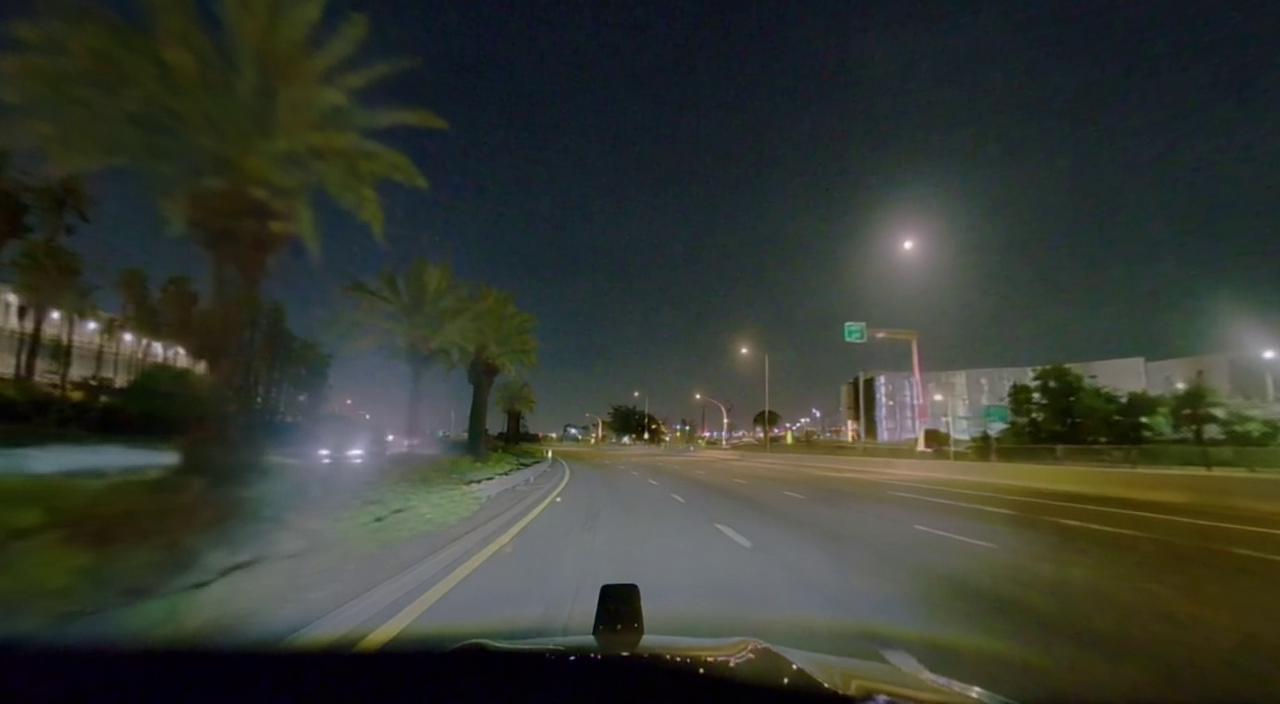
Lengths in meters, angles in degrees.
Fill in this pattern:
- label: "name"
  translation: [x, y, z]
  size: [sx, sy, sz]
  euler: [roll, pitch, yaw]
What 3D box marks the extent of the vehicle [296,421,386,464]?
- label: "vehicle"
  translation: [-13.491, 4.167, 28.919]
  size: [2.111, 1.793, 4.783]
  euler: [0, -9, -5]
